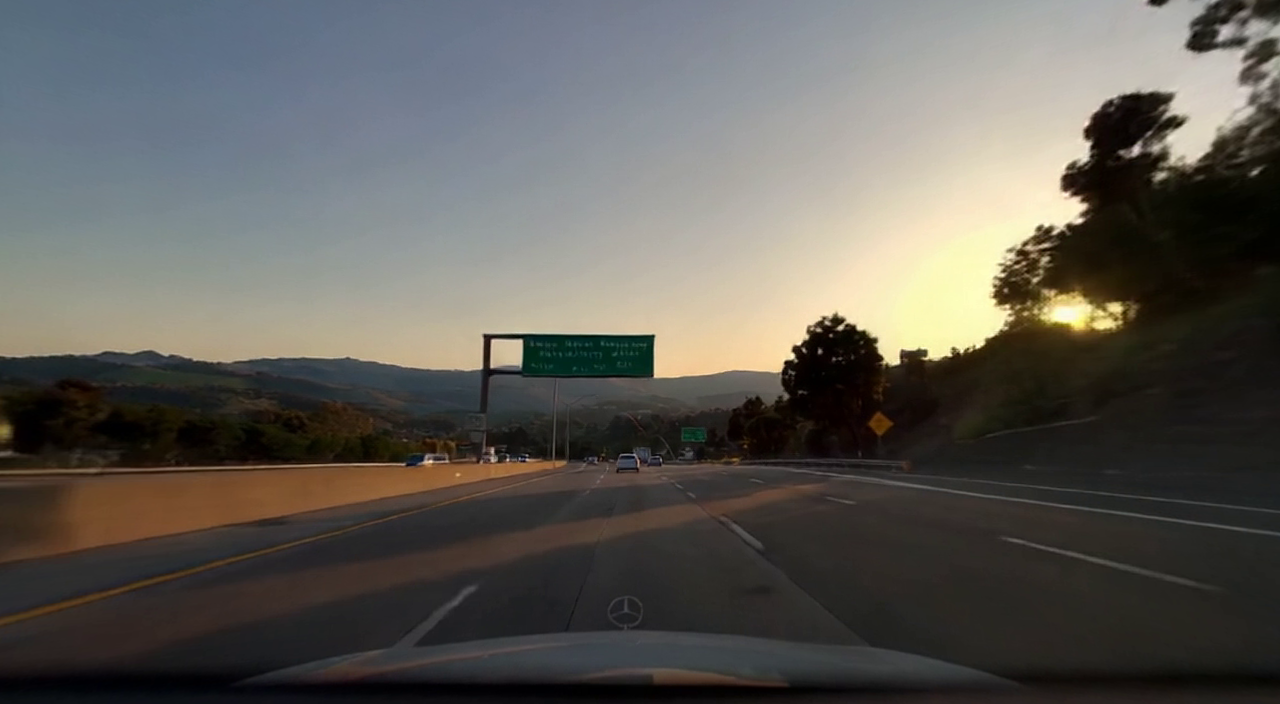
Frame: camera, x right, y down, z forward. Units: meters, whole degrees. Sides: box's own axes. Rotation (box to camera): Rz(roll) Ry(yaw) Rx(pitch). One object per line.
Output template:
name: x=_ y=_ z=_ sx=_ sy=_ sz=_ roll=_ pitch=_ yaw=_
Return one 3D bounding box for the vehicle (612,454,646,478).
vehicle: x=-0.783 y=7.605 z=42.202 sx=2.193 sy=1.497 sz=4.337 roll=0 pitch=-9 yaw=-2
